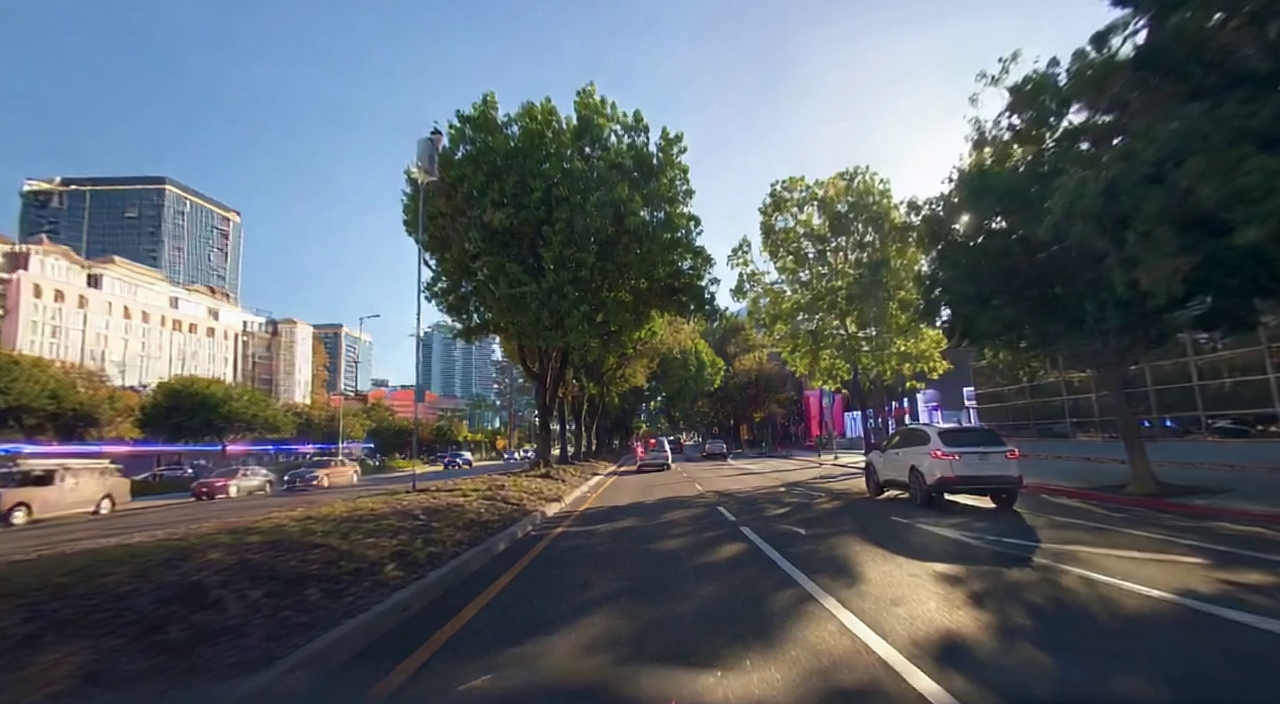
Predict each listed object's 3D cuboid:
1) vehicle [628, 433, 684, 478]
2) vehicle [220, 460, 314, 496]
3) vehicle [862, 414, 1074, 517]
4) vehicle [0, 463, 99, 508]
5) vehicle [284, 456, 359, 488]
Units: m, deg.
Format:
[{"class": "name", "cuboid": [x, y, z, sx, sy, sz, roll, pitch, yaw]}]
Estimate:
[{"class": "vehicle", "cuboid": [0.619, 4.234, 26.001, 2.125, 1.669, 3.880, 0, -8, 0]}, {"class": "vehicle", "cuboid": [-18.377, 6.192, 31.345, 1.817, 1.540, 4.548, 0, -8, 1]}, {"class": "vehicle", "cuboid": [6.571, 2.331, 13.427, 1.963, 1.783, 4.722, 0, -8, 0]}, {"class": "vehicle", "cuboid": [-26.458, 5.635, 26.676, 5.126, 1.727, 2.022, 8, -11, -43]}, {"class": "vehicle", "cuboid": [-18.219, 6.862, 36.337, 1.866, 1.659, 4.597, 0, -8, 0]}]
